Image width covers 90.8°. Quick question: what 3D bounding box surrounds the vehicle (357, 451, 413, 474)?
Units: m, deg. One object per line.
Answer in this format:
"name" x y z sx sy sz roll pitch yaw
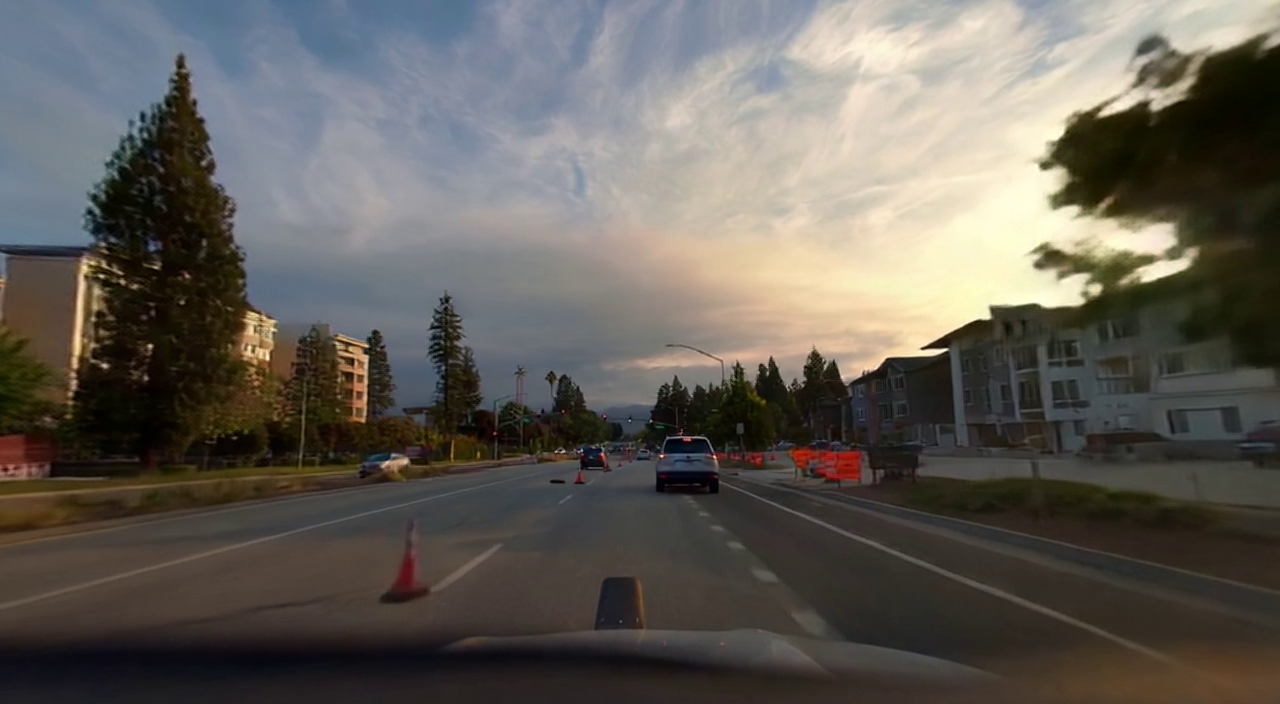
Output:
"vehicle" -17.745 7.690 44.198 1.883 1.494 4.795 0 -9 1

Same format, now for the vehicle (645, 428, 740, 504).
"vehicle" 1.308 3.109 17.694 2.197 1.835 4.316 0 -8 -1

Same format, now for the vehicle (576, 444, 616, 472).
"vehicle" -2.667 6.599 39.514 2.121 1.654 3.993 0 -8 1
